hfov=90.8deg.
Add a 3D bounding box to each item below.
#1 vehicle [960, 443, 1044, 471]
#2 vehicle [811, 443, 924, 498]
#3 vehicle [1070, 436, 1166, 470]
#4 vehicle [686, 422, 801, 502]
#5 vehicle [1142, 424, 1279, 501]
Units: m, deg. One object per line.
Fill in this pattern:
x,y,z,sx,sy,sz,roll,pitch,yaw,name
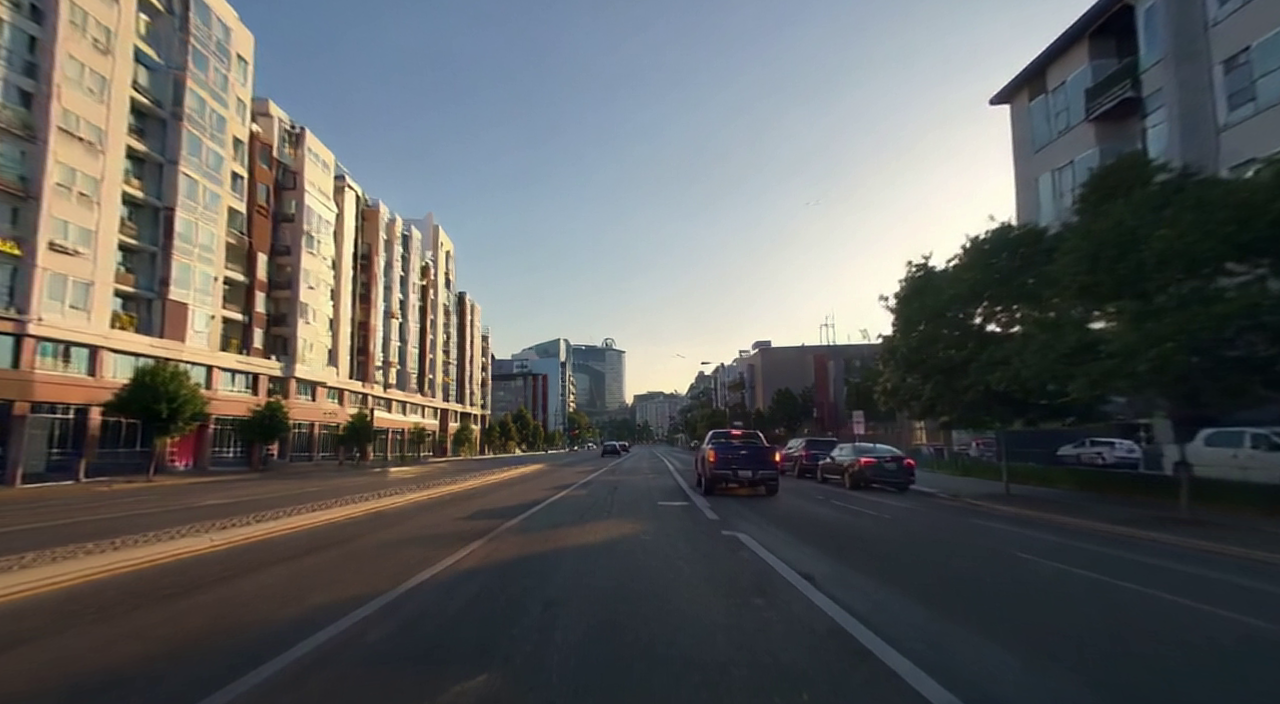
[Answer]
20.287,5.861,35.619,1.780,1.474,4.533,0,-8,-5,vehicle
6.738,3.536,19.241,1.795,1.459,4.333,0,-9,-1,vehicle
25.766,5.446,34.256,1.887,1.696,4.337,-1,-9,3,vehicle
2.514,2.864,16.798,2.130,1.787,5.126,0,-9,-1,vehicle
14.776,2.569,14.895,1.975,1.648,4.451,1,-8,-4,vehicle
